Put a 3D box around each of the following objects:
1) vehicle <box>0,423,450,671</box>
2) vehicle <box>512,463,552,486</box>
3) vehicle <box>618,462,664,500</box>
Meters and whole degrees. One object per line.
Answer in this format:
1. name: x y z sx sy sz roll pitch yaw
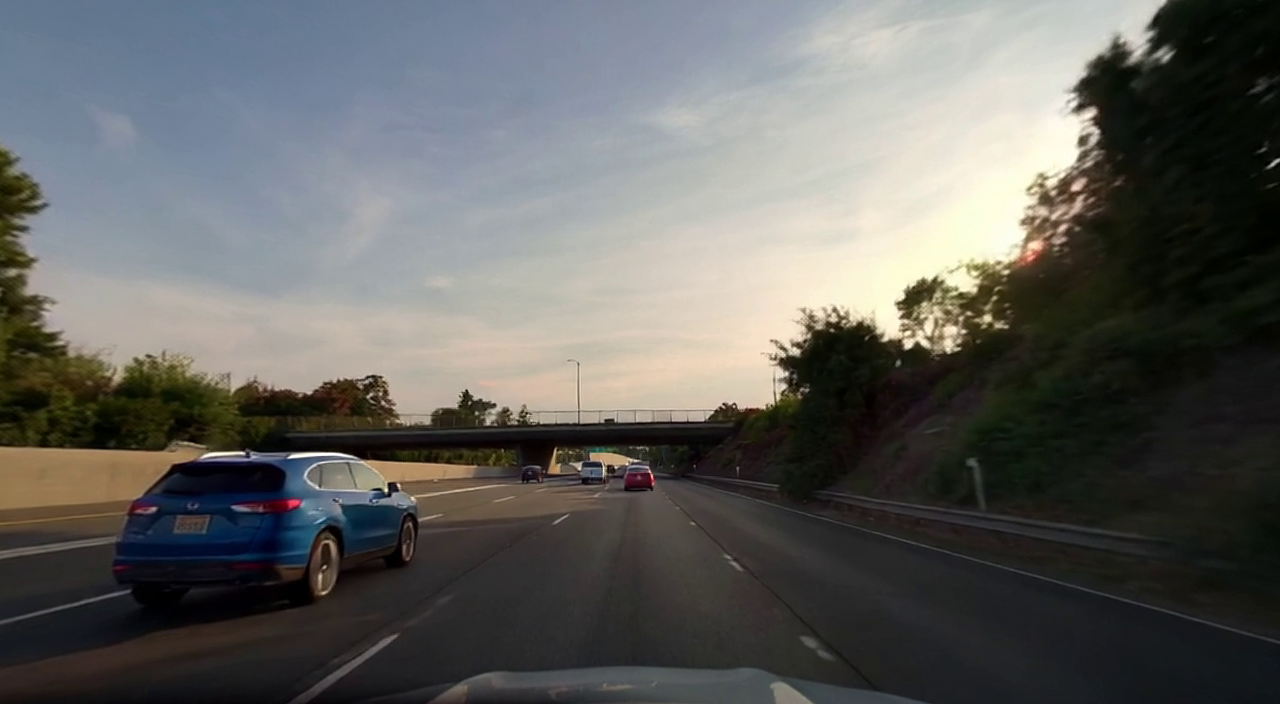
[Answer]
1. vehicle: -3.738 1.659 6.386 2.102 1.521 4.687 1 -11 1
2. vehicle: -7.661 8.745 44.958 1.996 1.512 4.712 1 -11 0
3. vehicle: 0.038 6.011 29.567 1.992 1.601 3.762 1 -11 0
